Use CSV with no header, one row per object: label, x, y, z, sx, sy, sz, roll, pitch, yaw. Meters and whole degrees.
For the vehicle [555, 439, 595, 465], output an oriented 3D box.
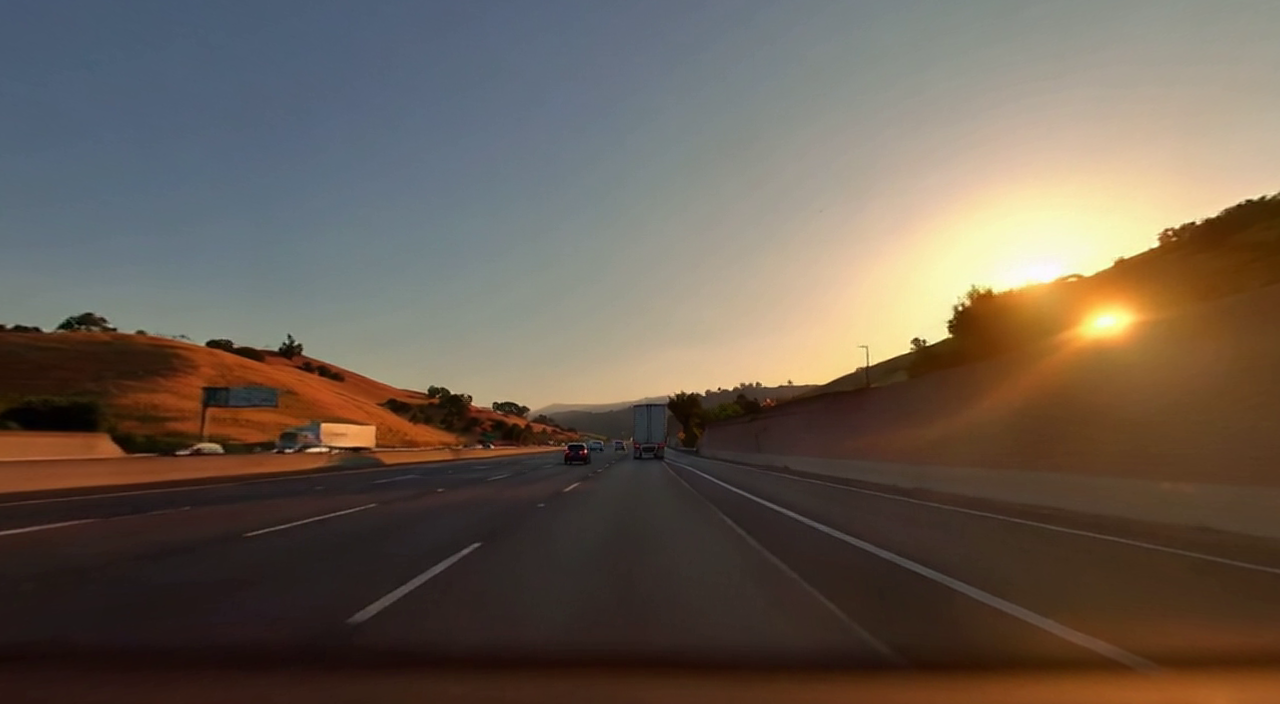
vehicle,-3.998,6.255,39.440,1.983,1.508,4.060,0,-9,1
